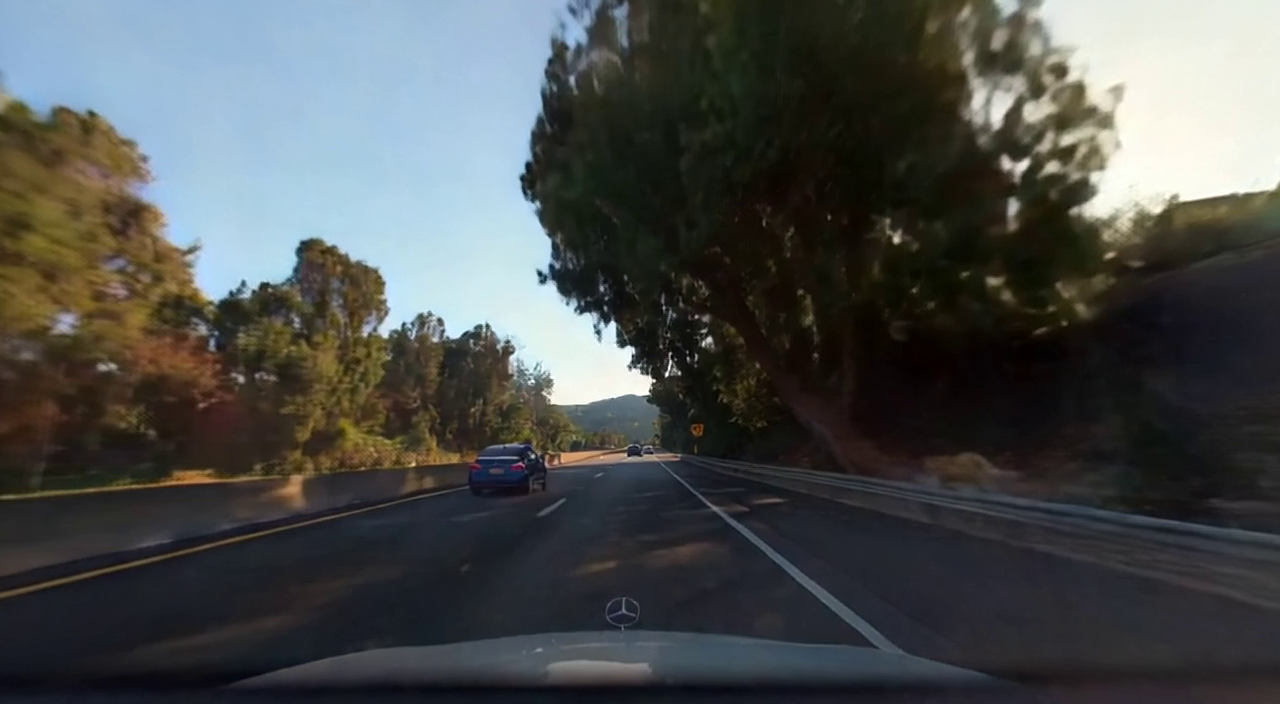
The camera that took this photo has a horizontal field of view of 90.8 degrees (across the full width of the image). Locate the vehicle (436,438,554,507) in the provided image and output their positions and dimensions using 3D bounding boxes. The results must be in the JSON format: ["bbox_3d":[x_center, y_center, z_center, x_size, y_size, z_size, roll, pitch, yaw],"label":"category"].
[{"bbox_3d":[-3.615,3.083,16.600,2.088,1.586,4.000,0,-9,1],"label":"vehicle"}]
